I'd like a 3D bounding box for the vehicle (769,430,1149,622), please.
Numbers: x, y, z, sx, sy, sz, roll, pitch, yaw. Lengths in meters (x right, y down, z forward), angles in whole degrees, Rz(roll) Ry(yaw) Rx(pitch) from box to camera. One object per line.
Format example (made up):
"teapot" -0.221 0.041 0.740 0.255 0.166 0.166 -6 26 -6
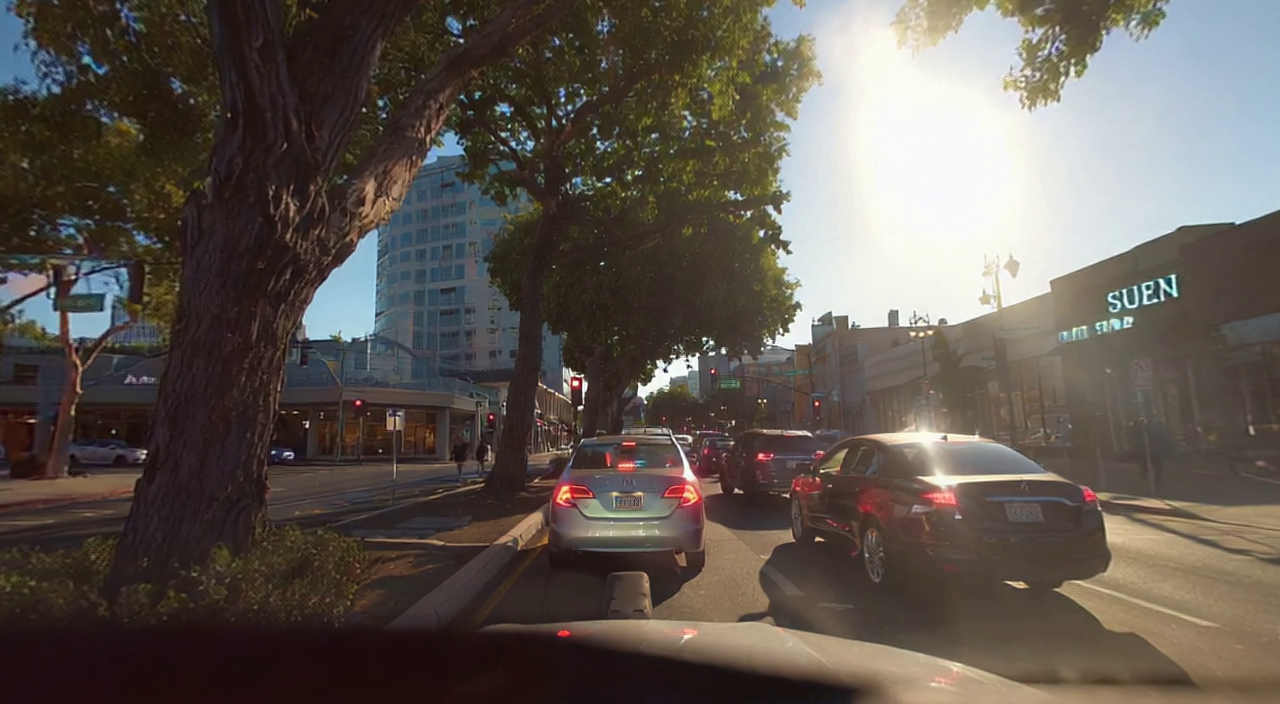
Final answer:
"vehicle" 2.901 1.650 7.026 1.893 1.446 4.270 0 -8 -2

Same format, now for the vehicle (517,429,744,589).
"vehicle" -0.101 1.755 7.943 2.087 1.456 4.143 0 -8 0
